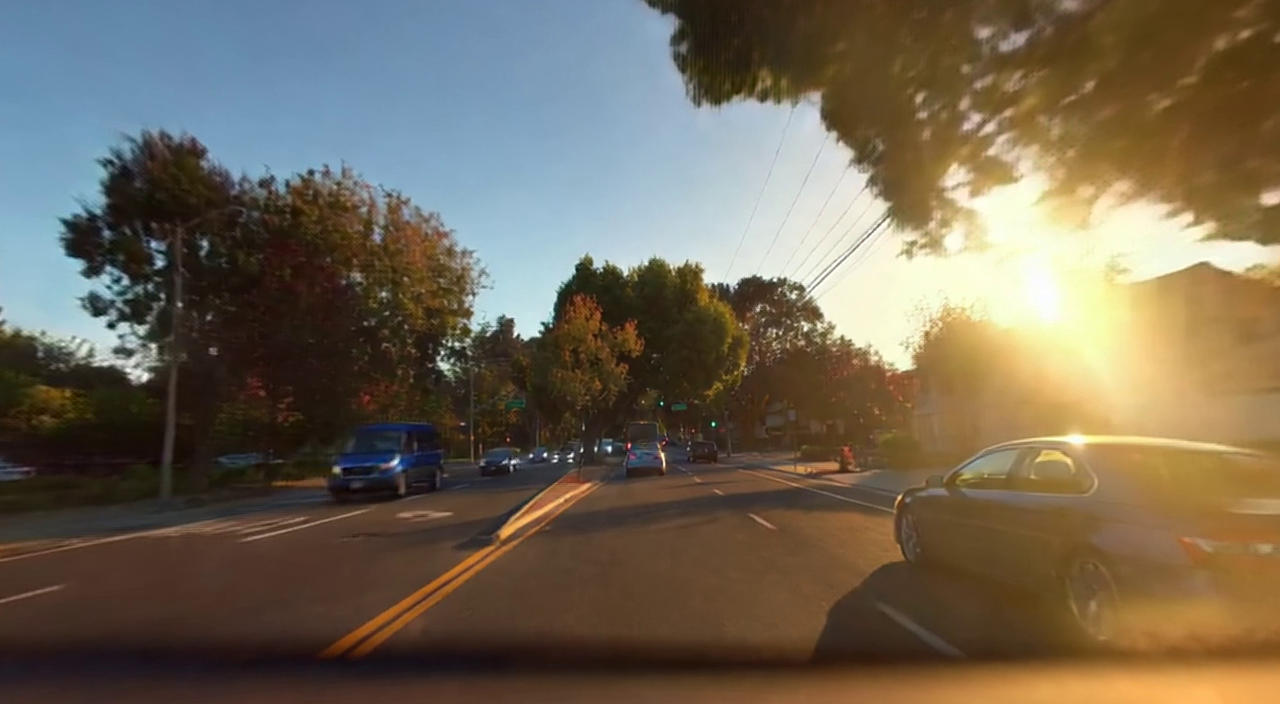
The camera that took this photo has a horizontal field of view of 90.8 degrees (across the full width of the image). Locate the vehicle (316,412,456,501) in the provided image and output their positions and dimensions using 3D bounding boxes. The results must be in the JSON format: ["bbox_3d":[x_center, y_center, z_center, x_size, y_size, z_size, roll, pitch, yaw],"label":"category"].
[{"bbox_3d":[-8.217,3.443,21.250,2.383,2.558,5.821,0,-8,-2],"label":"vehicle"}]

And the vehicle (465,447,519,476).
[{"bbox_3d":[-7.986,5.906,34.448,2.070,1.454,4.400,0,-8,-2],"label":"vehicle"}]

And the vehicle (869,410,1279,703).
[{"bbox_3d":[3.558,1.280,4.783,1.973,1.447,4.402,0,-8,0],"label":"vehicle"}]

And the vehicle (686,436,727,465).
[{"bbox_3d":[4.374,6.588,42.491,2.187,1.847,4.553,0,-8,-1],"label":"vehicle"}]

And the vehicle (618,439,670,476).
[{"bbox_3d":[0.167,4.602,27.899,2.114,1.483,4.207,0,-8,0],"label":"vehicle"}]

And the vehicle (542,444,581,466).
[{"bbox_3d":[-5.658,7.431,45.980,2.193,1.502,4.913,0,-8,0],"label":"vehicle"}]
